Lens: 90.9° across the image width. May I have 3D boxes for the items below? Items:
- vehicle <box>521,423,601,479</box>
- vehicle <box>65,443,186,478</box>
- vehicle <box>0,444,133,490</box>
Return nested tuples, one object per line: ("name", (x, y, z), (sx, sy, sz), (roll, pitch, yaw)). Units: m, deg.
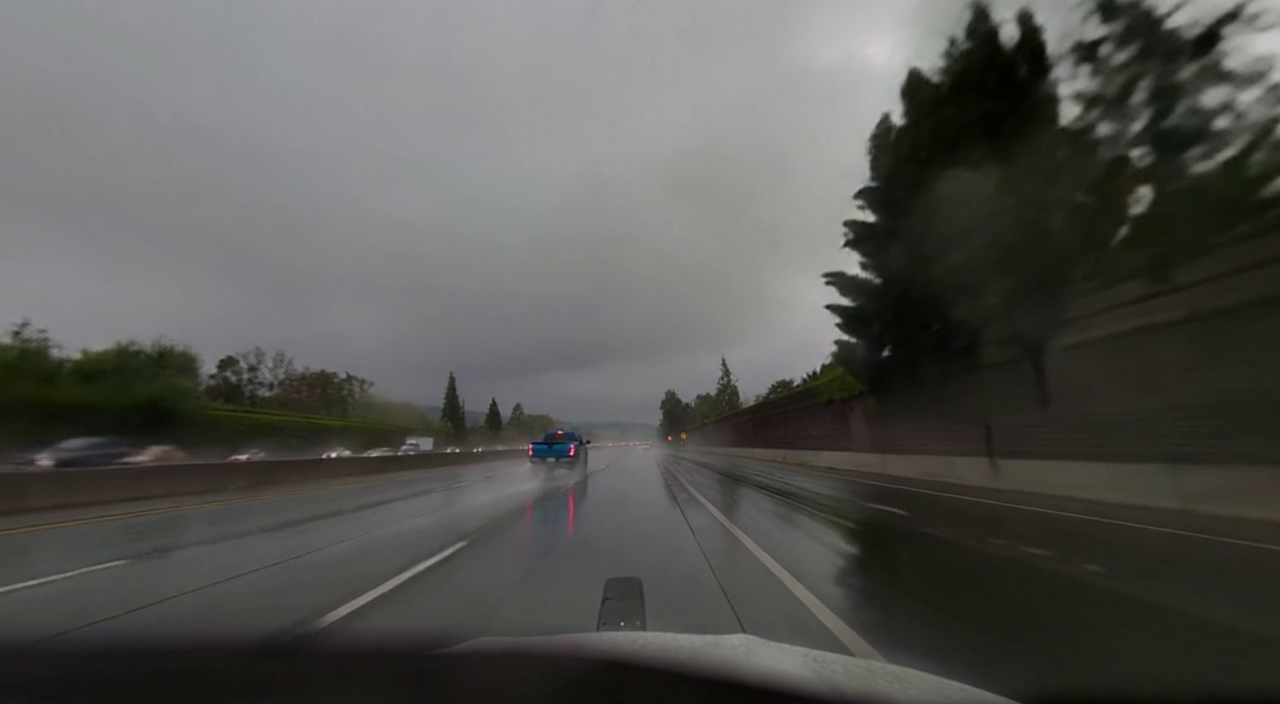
("vehicle", (-3.298, 4.360, 27.893), (2.604, 2.170, 6.271), (0, -8, 1))
("vehicle", (-25.489, 5.367, 31.487), (1.968, 1.574, 4.754), (0, -8, 0))
("vehicle", (-29.327, 5.640, 31.447), (2.406, 2.020, 6.641), (0, -8, 1))
